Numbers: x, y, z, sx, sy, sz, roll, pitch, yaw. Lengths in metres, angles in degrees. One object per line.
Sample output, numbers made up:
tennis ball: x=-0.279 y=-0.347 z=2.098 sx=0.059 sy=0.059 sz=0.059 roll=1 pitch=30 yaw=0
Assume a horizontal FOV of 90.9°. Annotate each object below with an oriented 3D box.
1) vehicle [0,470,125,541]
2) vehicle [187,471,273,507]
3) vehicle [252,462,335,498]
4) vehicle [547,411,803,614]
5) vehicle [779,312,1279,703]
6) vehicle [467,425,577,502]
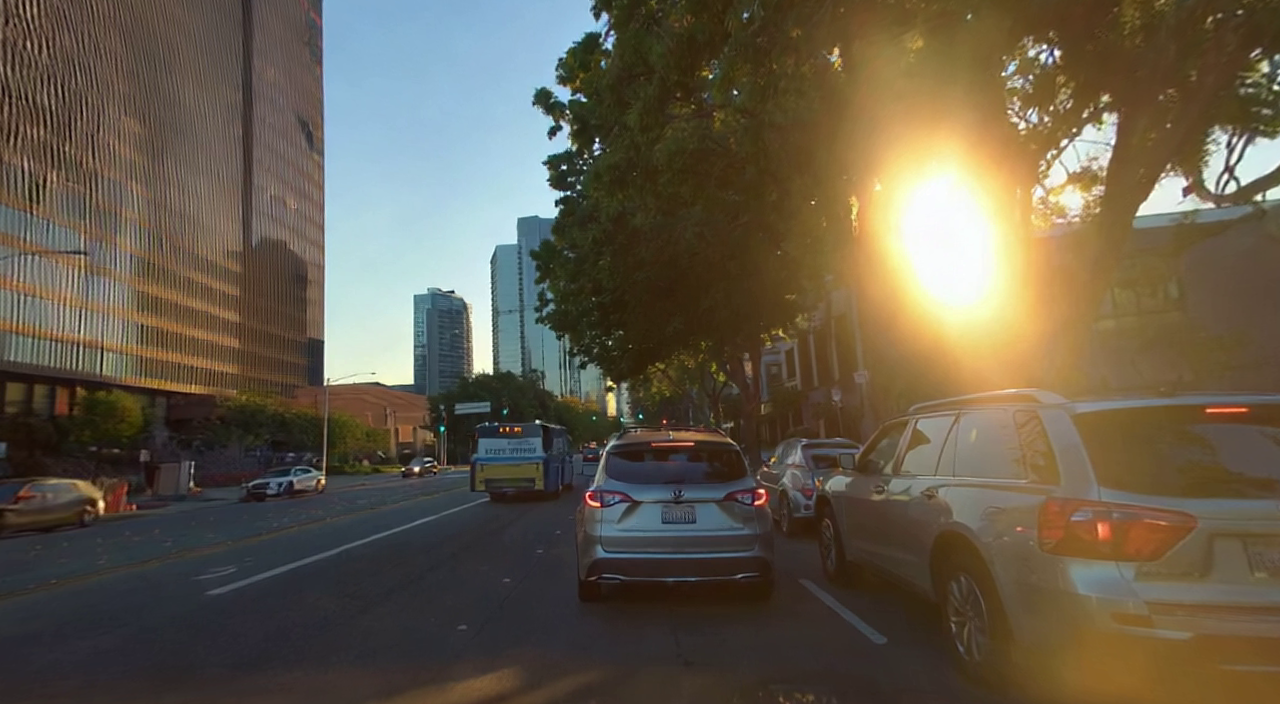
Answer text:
vehicle: x=-16.438 y=4.024 z=16.873 sx=1.903 sy=1.580 sz=3.976 roll=0 pitch=-9 yaw=0
vehicle: x=-22.585 y=7.545 z=34.932 sx=1.854 sy=1.419 sz=4.318 roll=-7 pitch=-8 yaw=0
vehicle: x=-18.744 y=6.913 z=34.346 sx=1.964 sy=1.686 sz=4.144 roll=0 pitch=-9 yaw=3
vehicle: x=0.229 y=1.557 z=6.917 sx=2.045 sy=1.608 sz=3.573 roll=0 pitch=-9 yaw=-2
vehicle: x=2.724 y=1.108 z=4.937 sx=2.117 sy=1.855 sz=4.794 roll=0 pitch=-9 yaw=-1
vehicle: x=-3.220 y=3.199 z=18.479 sx=2.175 sy=1.919 sz=5.223 roll=0 pitch=-9 yaw=0
